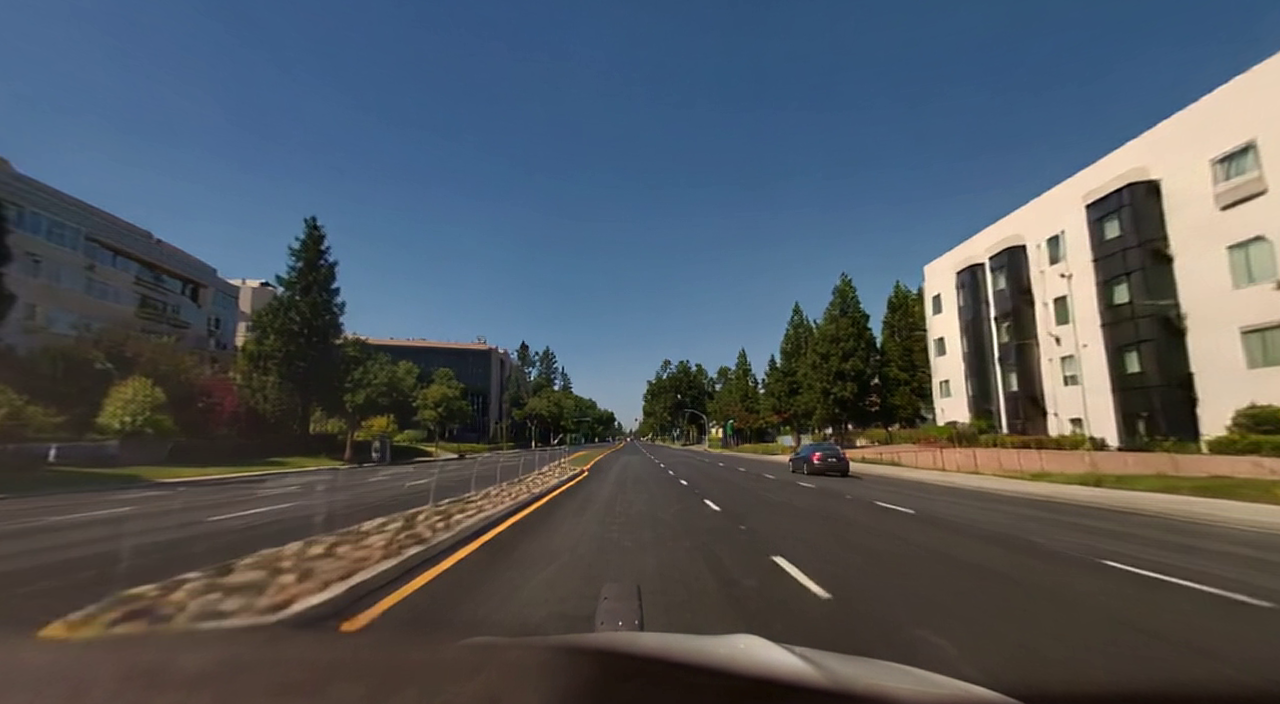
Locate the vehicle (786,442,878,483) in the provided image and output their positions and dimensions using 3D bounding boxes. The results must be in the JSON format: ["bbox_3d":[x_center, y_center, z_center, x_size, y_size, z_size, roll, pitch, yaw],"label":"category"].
[{"bbox_3d":[7.221,4.193,24.240,2.054,1.421,4.487,0,-9,-1],"label":"vehicle"}]
